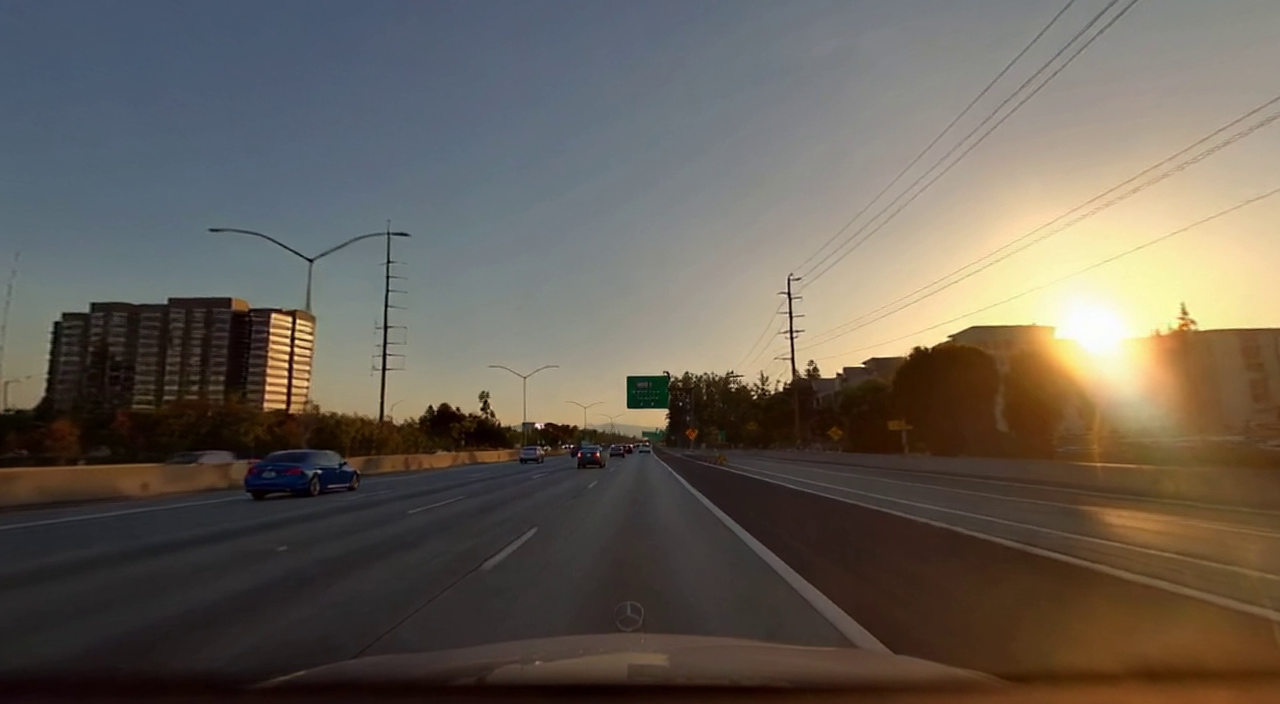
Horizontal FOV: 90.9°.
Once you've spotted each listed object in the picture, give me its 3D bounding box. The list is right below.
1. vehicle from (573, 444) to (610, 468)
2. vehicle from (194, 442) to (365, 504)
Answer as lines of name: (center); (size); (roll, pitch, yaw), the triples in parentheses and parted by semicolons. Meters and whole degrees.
vehicle: (-3.107, 6.835, 41.608); (2.050, 1.479, 4.342); (0, -8, 1)
vehicle: (-10.069, 3.386, 18.212); (2.002, 1.526, 4.822); (0, -8, 1)
